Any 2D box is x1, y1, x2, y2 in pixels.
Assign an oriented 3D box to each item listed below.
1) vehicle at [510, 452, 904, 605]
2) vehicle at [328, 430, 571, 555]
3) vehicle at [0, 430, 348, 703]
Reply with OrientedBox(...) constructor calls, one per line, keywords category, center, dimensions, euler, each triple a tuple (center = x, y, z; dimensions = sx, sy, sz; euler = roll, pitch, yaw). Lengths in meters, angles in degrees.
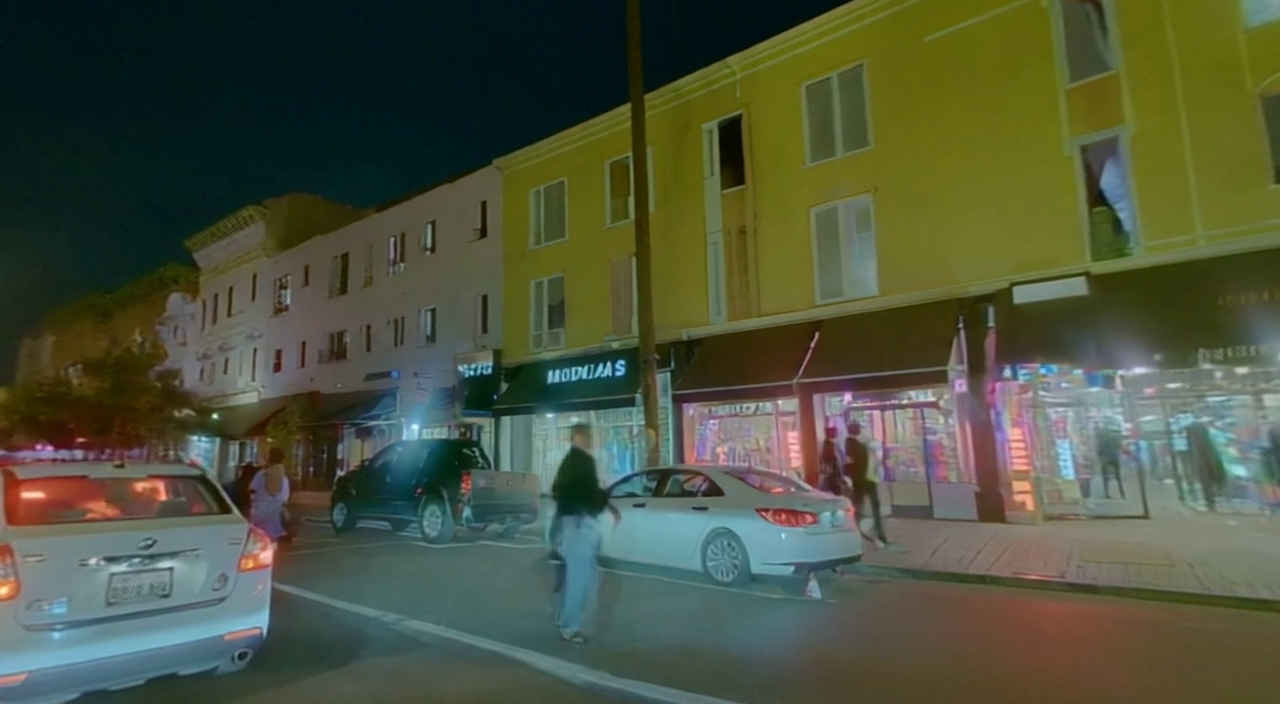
OrientedBox(category="vehicle", center=(0.668, 2.064, 8.338), dimensions=(4.830, 1.421, 1.826), euler=(-6, -10, 35))
OrientedBox(category="vehicle", center=(-3.612, 2.424, 11.653), dimensions=(4.580, 1.853, 1.862), euler=(-7, -11, 36))
OrientedBox(category="vehicle", center=(-4.033, 1.320, 4.372), dimensions=(4.330, 1.458, 1.932), euler=(-7, -11, 40))
